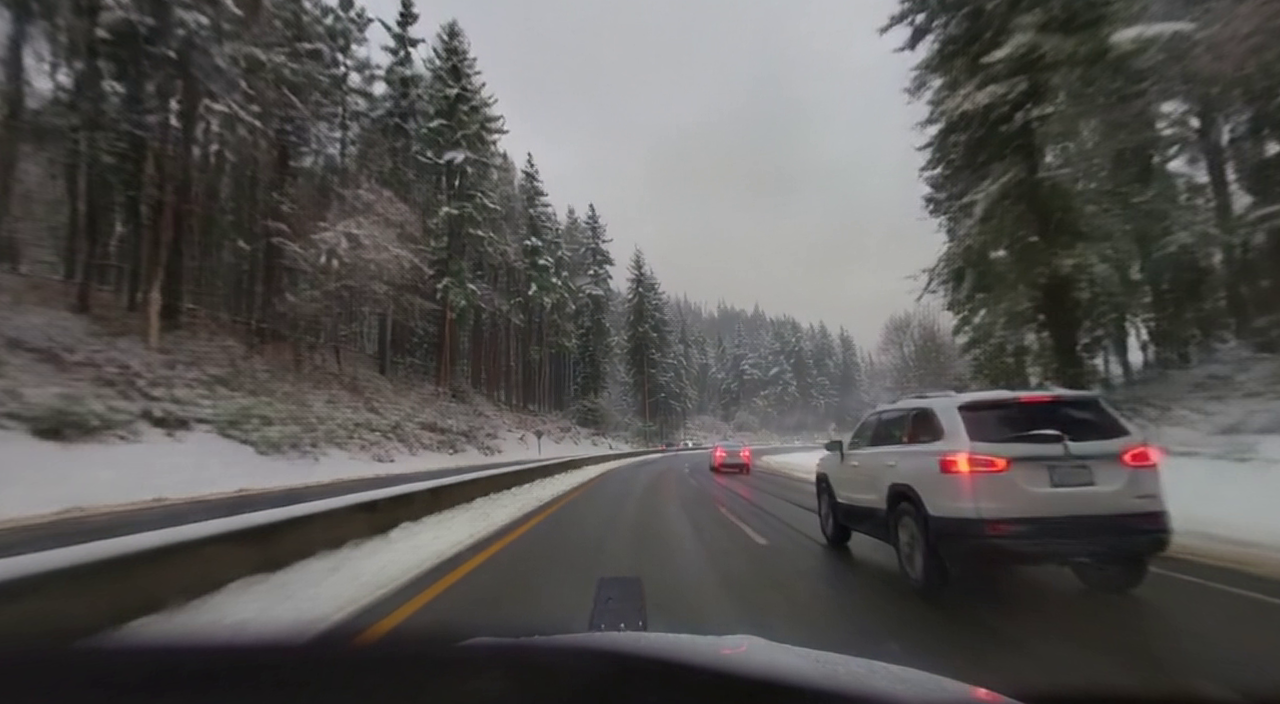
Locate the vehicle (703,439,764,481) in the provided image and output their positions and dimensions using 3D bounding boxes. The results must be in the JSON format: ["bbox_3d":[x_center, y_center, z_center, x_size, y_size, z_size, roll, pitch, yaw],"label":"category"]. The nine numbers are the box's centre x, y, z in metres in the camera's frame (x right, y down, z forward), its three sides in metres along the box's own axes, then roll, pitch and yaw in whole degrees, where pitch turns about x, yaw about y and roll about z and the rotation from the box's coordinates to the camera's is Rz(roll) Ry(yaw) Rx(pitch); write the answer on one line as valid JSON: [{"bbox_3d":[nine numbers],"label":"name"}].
[{"bbox_3d":[4.049,4.774,28.189,2.112,1.708,4.380,0,-8,1],"label":"vehicle"}]

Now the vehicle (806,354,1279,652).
[{"bbox_3d":[3.541,1.309,6.516,2.270,1.897,4.822,0,-8,0],"label":"vehicle"}]
